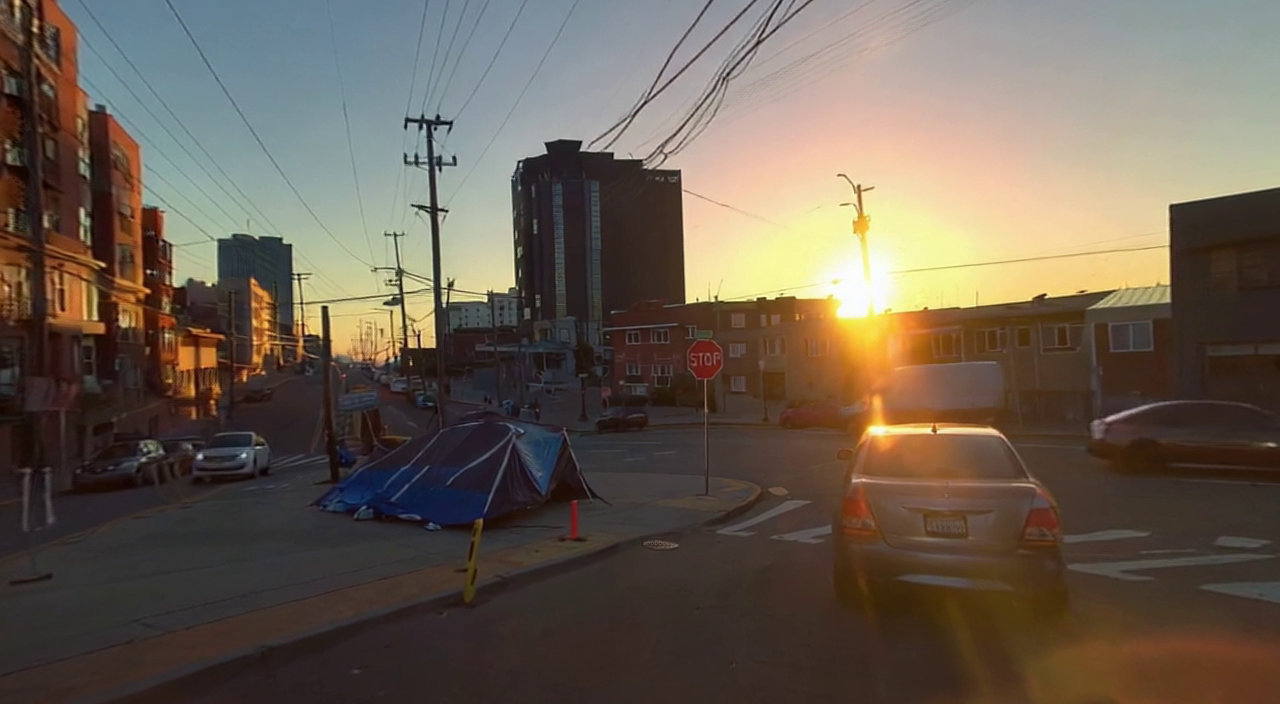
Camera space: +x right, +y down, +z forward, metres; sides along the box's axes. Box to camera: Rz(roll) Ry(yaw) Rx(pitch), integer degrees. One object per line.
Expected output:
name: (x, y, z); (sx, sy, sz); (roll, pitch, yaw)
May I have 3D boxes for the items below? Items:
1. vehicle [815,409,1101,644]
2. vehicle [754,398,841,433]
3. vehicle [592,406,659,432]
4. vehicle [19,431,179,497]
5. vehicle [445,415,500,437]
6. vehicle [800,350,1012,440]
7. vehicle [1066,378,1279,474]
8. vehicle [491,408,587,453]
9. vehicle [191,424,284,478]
vehicle: (3.509, 1.563, 6.800); (1.945, 1.647, 4.160); (-6, -10, 32)
vehicle: (8.492, 3.505, 34.273); (1.805, 1.694, 4.214); (8, -12, -44)
vehicle: (-0.993, 4.250, 39.720); (1.790, 1.468, 4.422); (7, -11, -41)
vehicle: (-16.959, 3.485, 20.238); (2.054, 1.800, 5.212); (3, -9, -20)
vehicle: (-12.604, 5.598, 47.297); (2.089, 1.506, 4.641); (7, -11, -41)
vehicle: (10.289, 1.931, 25.087); (7.172, 3.075, 2.584); (-7, -10, 42)
vehicle: (13.364, 1.708, 14.543); (5.506, 1.970, 2.152); (-8, -10, 41)
vehicle: (-4.365, 3.408, 26.972); (1.870, 1.724, 4.320); (8, -12, -44)
vehicle: (-14.401, 3.548, 22.865); (1.987, 1.686, 3.971); (1, -8, -20)
